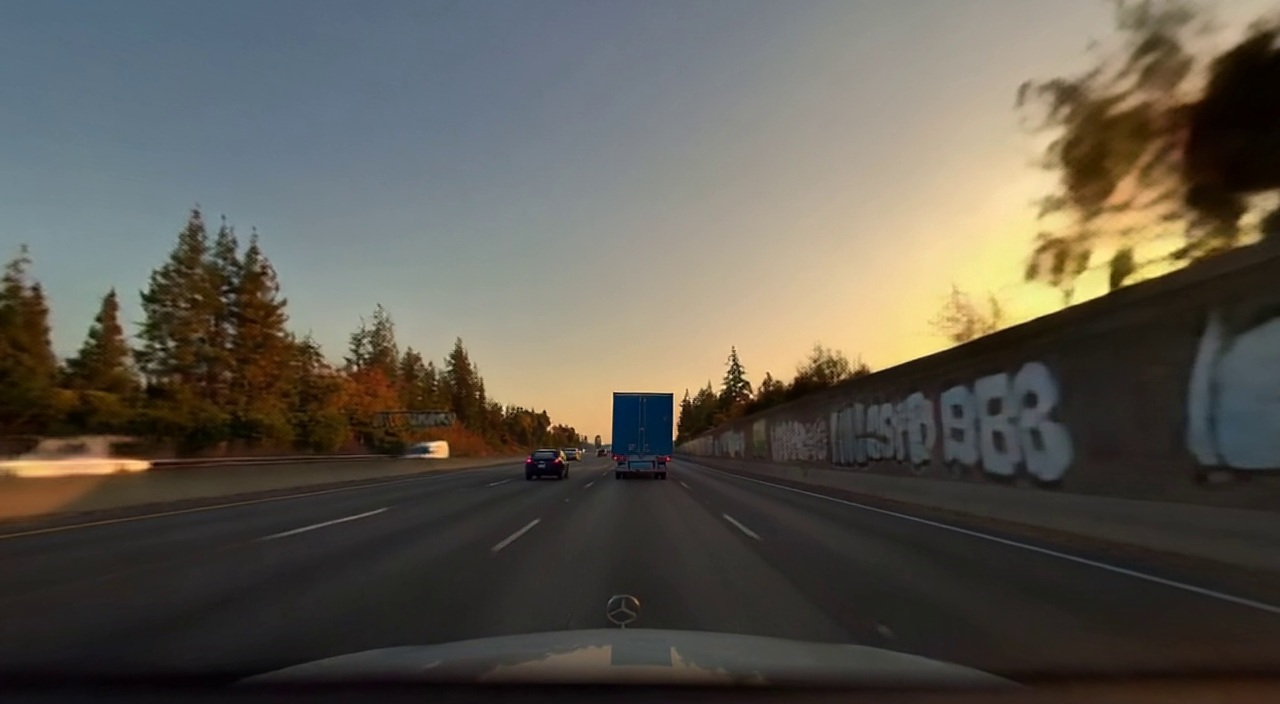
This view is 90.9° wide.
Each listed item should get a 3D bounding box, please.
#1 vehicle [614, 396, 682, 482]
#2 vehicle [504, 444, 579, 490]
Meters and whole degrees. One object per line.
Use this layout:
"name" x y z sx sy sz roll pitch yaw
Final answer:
"vehicle" 0.249 4.509 31.993 2.915 3.661 9.741 0 -9 -1
"vehicle" -3.468 4.131 22.923 2.020 1.505 4.171 0 -9 0
